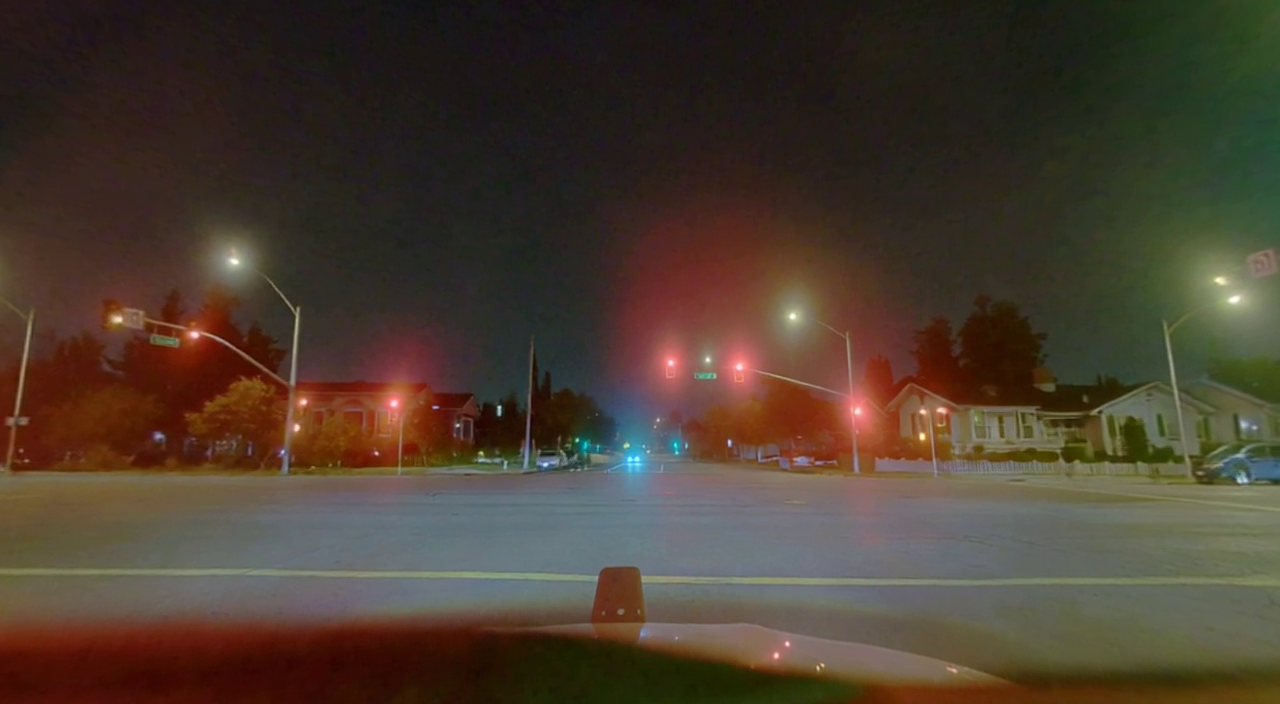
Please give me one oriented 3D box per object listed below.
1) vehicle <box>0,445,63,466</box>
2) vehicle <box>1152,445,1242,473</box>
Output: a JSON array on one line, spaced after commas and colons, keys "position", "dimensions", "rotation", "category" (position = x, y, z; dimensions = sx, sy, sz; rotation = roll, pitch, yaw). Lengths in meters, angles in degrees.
[{"position": [-44.281, 7.434, 45.376], "dimensions": [3.949, 1.422, 1.744], "rotation": [0, -9, 1], "category": "vehicle"}, {"position": [36.780, 7.053, 41.876], "dimensions": [1.853, 1.723, 4.460], "rotation": [0, -9, 0], "category": "vehicle"}]
